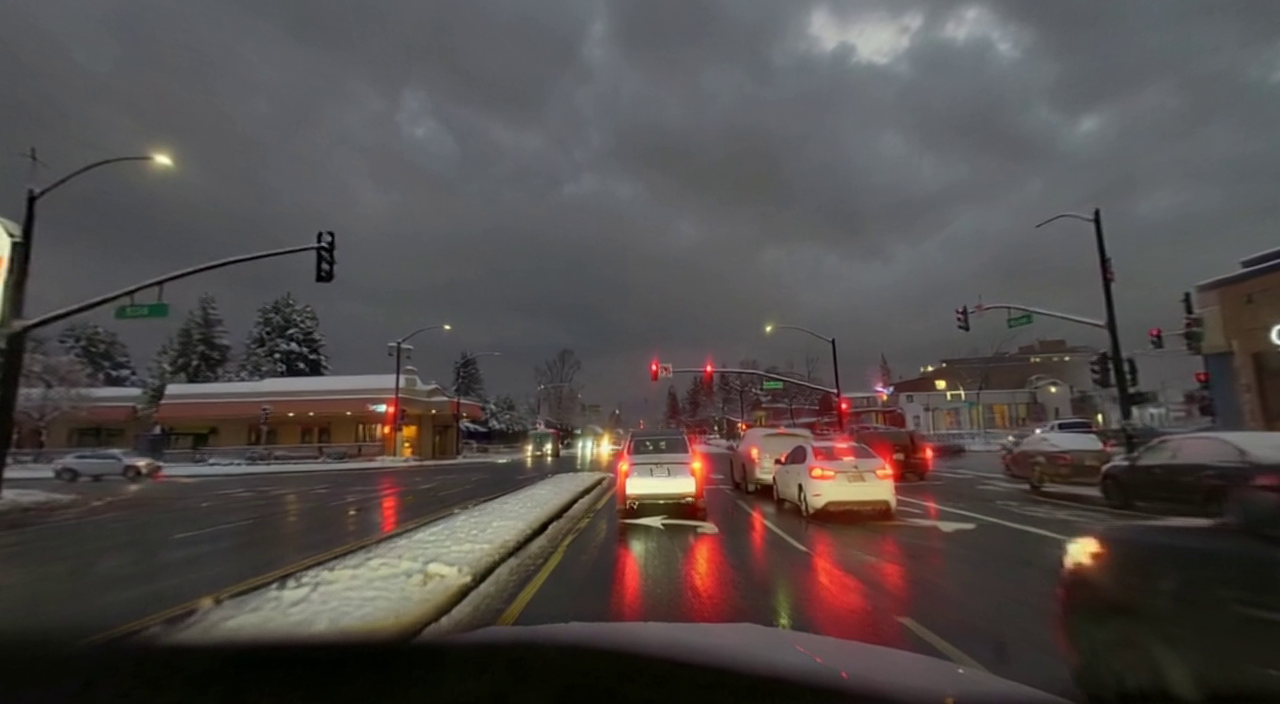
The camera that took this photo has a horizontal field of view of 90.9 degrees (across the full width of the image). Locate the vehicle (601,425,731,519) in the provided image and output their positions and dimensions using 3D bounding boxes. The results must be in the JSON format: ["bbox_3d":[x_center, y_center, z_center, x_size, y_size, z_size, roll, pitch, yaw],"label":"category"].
[{"bbox_3d":[0.398,2.218,12.129,2.073,1.496,3.892,0,-8,-1],"label":"vehicle"}]

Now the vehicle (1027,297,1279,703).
[{"bbox_3d":[3.122,0.544,0.874,2.038,1.787,4.946,0,-8,1],"label":"vehicle"}]

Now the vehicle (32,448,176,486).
[{"bbox_3d":[-25.948,5.564,30.733,4.833,1.701,2.077,2,-9,-12],"label":"vehicle"}]

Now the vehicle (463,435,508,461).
[{"bbox_3d":[-11.519,7.187,47.378,2.122,1.829,4.559,0,-8,1],"label":"vehicle"}]

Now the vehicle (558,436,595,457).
[{"bbox_3d":[-4.795,7.257,48.361,2.200,1.480,4.292,0,-8,2],"label":"vehicle"}]

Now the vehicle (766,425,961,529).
[{"bbox_3d":[3.691,2.144,11.431,1.883,1.480,4.489,0,-8,0],"label":"vehicle"}]
